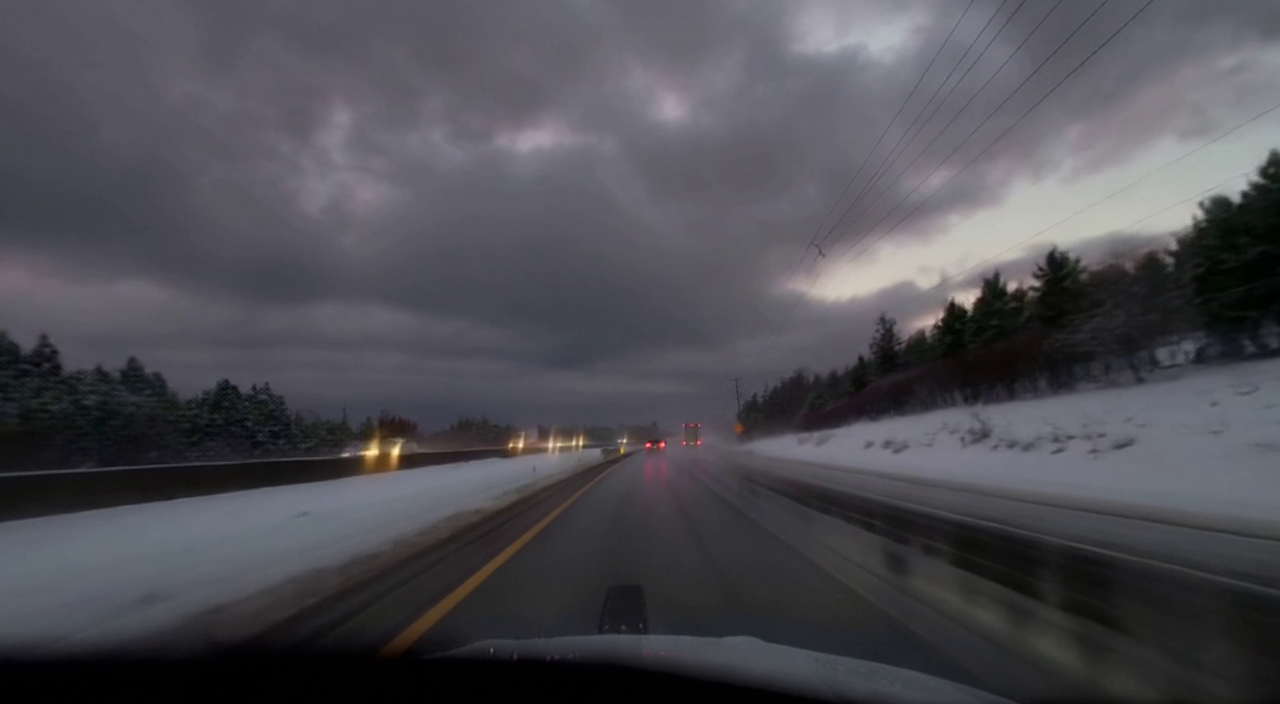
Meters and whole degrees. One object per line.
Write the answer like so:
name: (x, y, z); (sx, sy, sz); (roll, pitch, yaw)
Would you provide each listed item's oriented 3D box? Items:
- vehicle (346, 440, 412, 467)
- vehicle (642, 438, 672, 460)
vehicle: (-16.071, 6.260, 39.071); (1.979, 1.548, 4.640); (-1, -8, 2)
vehicle: (1.303, 7.331, 47.844); (2.192, 1.556, 4.132); (-1, -8, 2)
